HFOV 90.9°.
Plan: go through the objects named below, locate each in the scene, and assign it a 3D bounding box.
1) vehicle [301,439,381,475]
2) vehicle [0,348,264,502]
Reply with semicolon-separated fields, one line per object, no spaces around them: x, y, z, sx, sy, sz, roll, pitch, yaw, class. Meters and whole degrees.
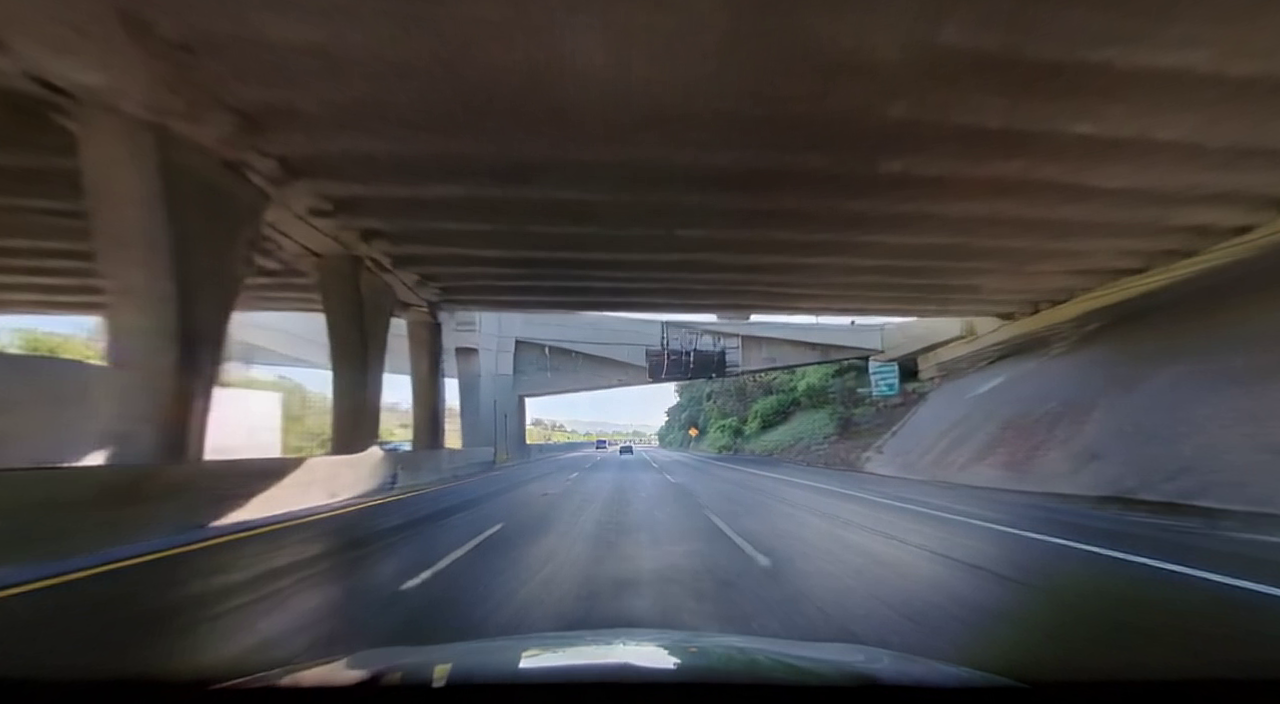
-12.881;4.511;27.409;1.765;1.408;3.539;0;-8;-1;vehicle
-16.508;2.159;18.082;2.982;3.570;14.255;0;-8;-1;vehicle
